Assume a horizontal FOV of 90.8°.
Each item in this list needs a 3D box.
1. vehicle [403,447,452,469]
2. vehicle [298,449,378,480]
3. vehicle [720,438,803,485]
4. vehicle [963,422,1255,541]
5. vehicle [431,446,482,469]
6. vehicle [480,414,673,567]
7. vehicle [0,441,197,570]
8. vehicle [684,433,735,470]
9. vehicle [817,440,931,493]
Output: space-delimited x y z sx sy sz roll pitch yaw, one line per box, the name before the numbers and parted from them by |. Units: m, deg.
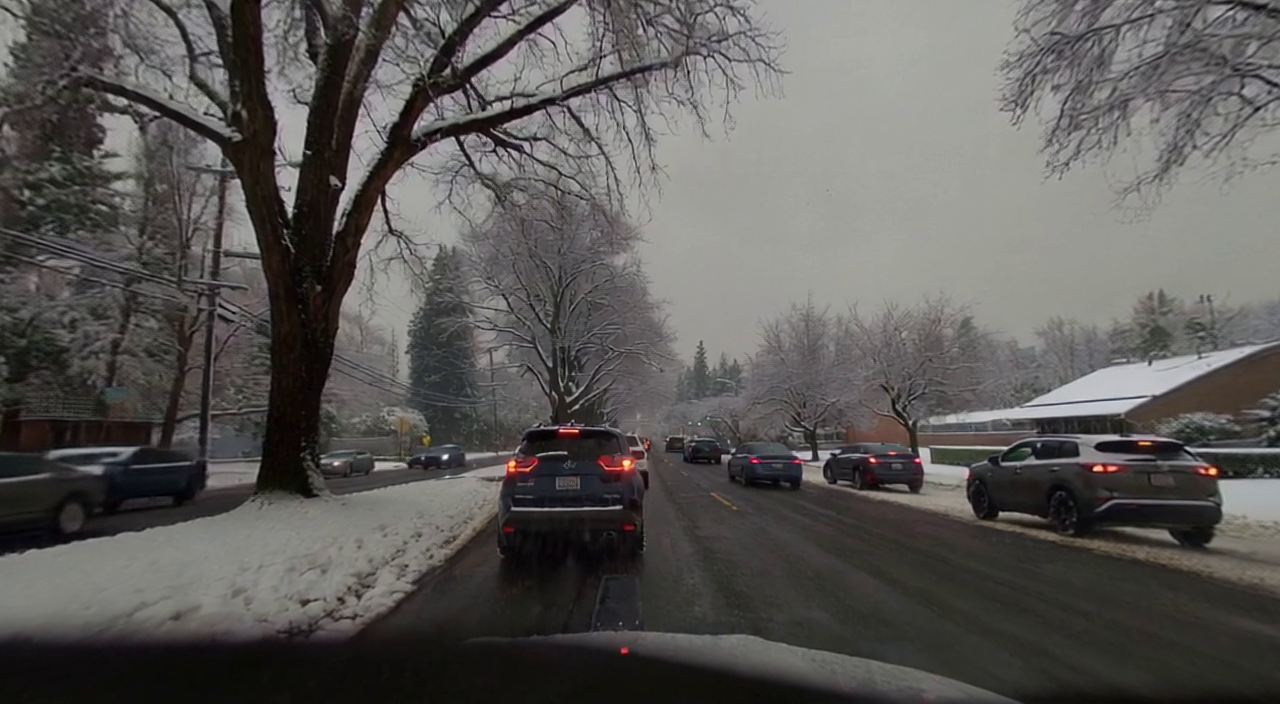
vehicle | -16.010 7.990 47.846 2.042 1.500 4.626 0 -8 1
vehicle | -15.816 5.882 33.417 1.900 1.467 4.609 0 -8 1
vehicle | 4.171 3.856 22.543 2.175 1.477 4.520 0 -8 2
vehicle | 7.942 2.210 11.425 2.168 1.709 4.289 -1 -8 4
vehicle | -12.144 6.993 42.080 1.981 1.463 4.395 0 -8 1
vehicle | -0.846 1.794 8.875 2.106 1.655 3.717 1 -8 -5
vehicle | -8.372 1.890 8.096 2.039 1.466 4.553 0 -8 0
vehicle | 3.645 5.337 34.072 2.114 1.846 4.659 0 -8 -1
vehicle | 7.266 3.565 20.122 1.977 1.485 4.308 0 -8 0
